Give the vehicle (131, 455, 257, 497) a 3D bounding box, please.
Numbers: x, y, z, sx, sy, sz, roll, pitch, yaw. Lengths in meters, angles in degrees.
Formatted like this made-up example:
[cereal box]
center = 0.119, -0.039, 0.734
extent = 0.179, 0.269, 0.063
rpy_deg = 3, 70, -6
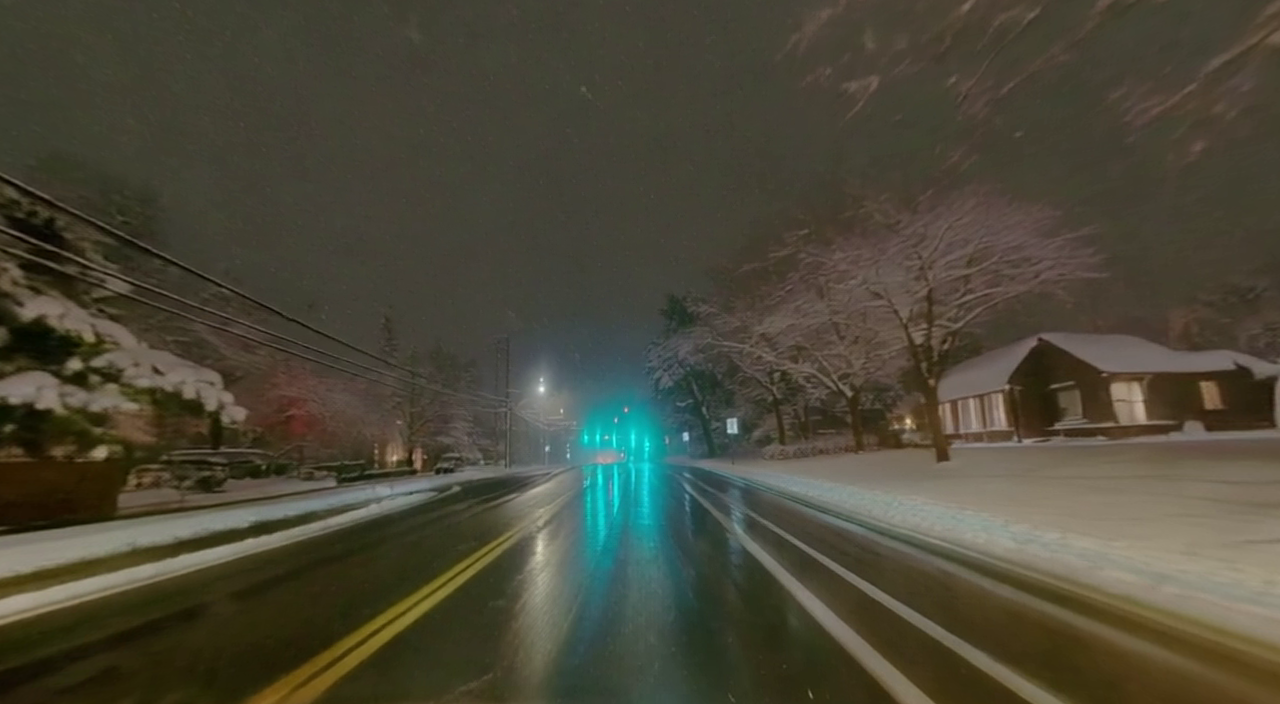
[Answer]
[vehicle]
center = -20.588, 5.700, 29.217
extent = 4.459, 1.772, 2.011
rpy_deg = -1, -9, 8
